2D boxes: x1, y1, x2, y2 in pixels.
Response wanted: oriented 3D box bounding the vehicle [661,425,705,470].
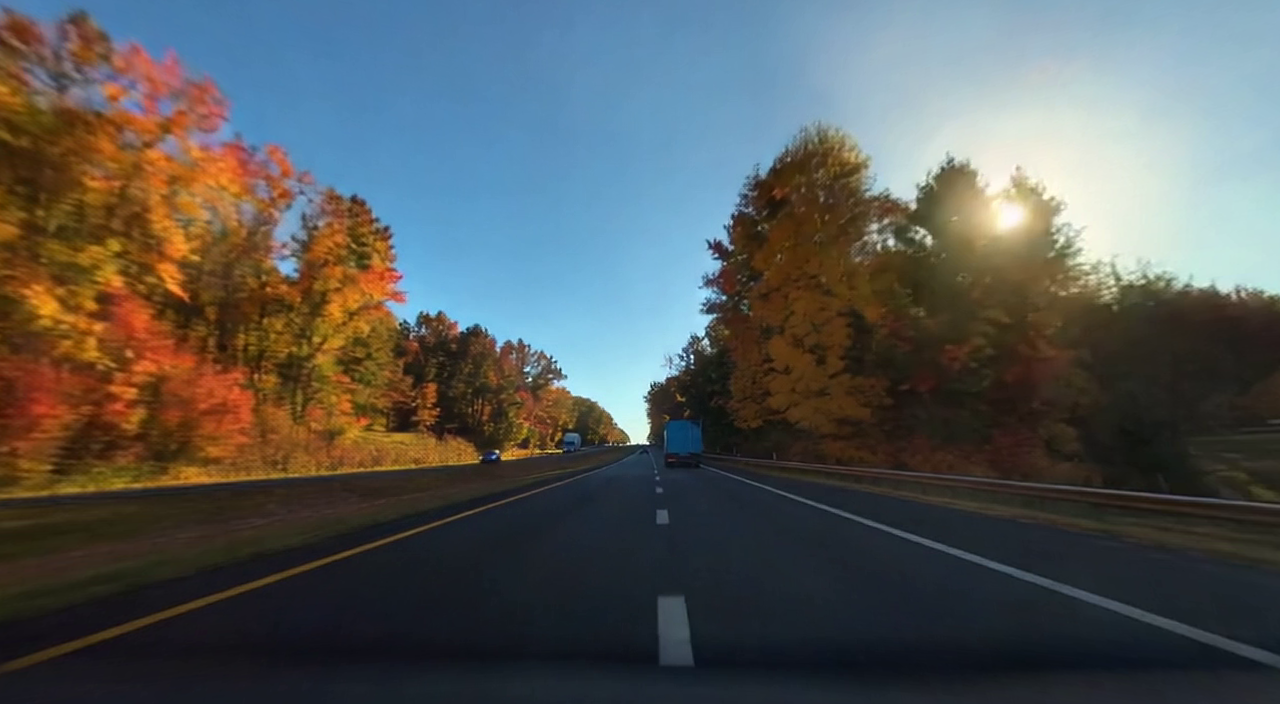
[{"bbox_3d":[2.984,6.907,45.288,2.697,2.980,6.749,0,-9,0],"label":"vehicle"}]
